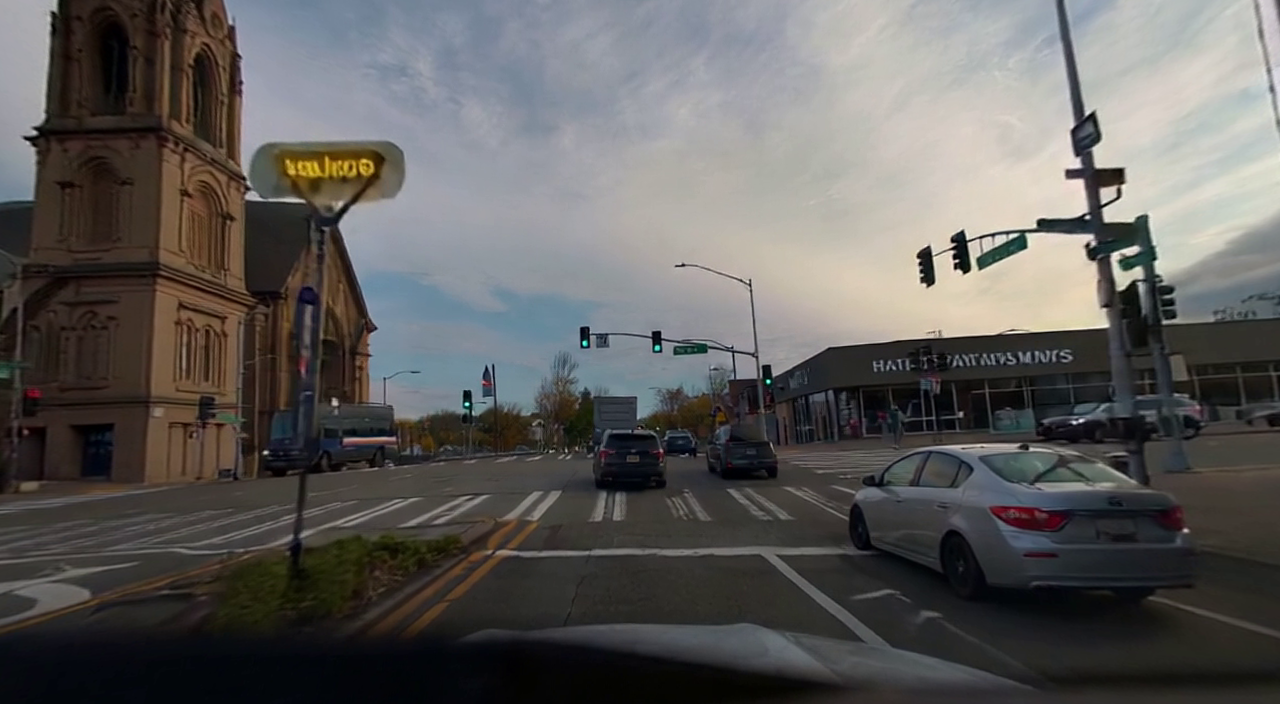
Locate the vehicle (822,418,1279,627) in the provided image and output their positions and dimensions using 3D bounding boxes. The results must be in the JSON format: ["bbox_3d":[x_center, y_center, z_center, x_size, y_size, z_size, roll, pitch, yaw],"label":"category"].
[{"bbox_3d":[3.610,1.539,6.794,1.883,1.472,4.471,0,-8,-1],"label":"vehicle"}]

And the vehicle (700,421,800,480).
[{"bbox_3d":[3.022,2.812,18.261,1.890,1.491,4.166,1,-8,-4],"label":"vehicle"}]

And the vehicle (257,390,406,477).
[{"bbox_3d":[-15.157,4.213,32.154,3.126,3.773,8.662,0,-8,0],"label":"vehicle"}]

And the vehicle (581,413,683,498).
[{"bbox_3d":[-0.290,2.504,15.572,2.168,1.776,4.135,0,-8,-3],"label":"vehicle"}]
